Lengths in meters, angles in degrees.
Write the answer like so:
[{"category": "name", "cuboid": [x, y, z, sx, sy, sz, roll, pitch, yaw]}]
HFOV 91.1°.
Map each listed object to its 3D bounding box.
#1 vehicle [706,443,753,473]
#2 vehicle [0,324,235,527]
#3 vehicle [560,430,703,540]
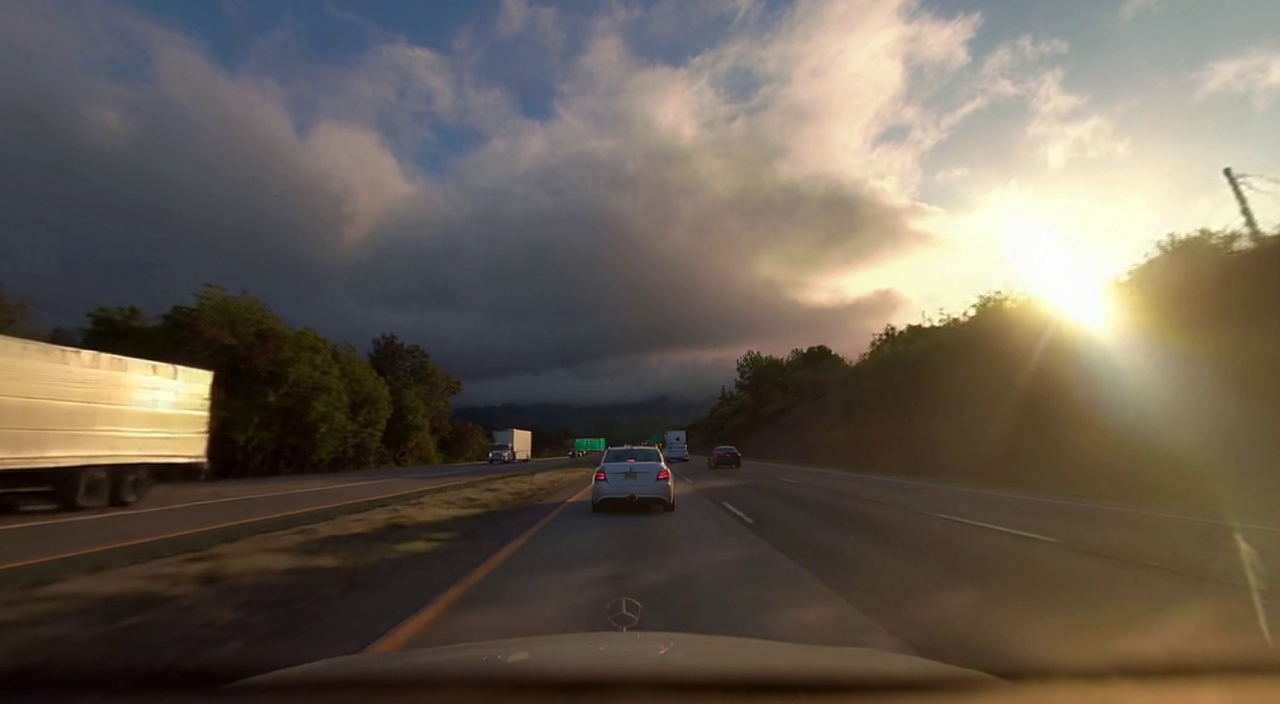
[{"category": "vehicle", "cuboid": [4.787, 5.763, 34.304, 1.931, 1.516, 3.995, 0, -9, 0]}, {"category": "vehicle", "cuboid": [-13.663, 1.476, 12.438, 2.747, 3.857, 13.057, 0, -9, -1]}, {"category": "vehicle", "cuboid": [-0.156, 2.229, 11.106, 2.088, 1.580, 3.657, 0, -9, -1]}]
